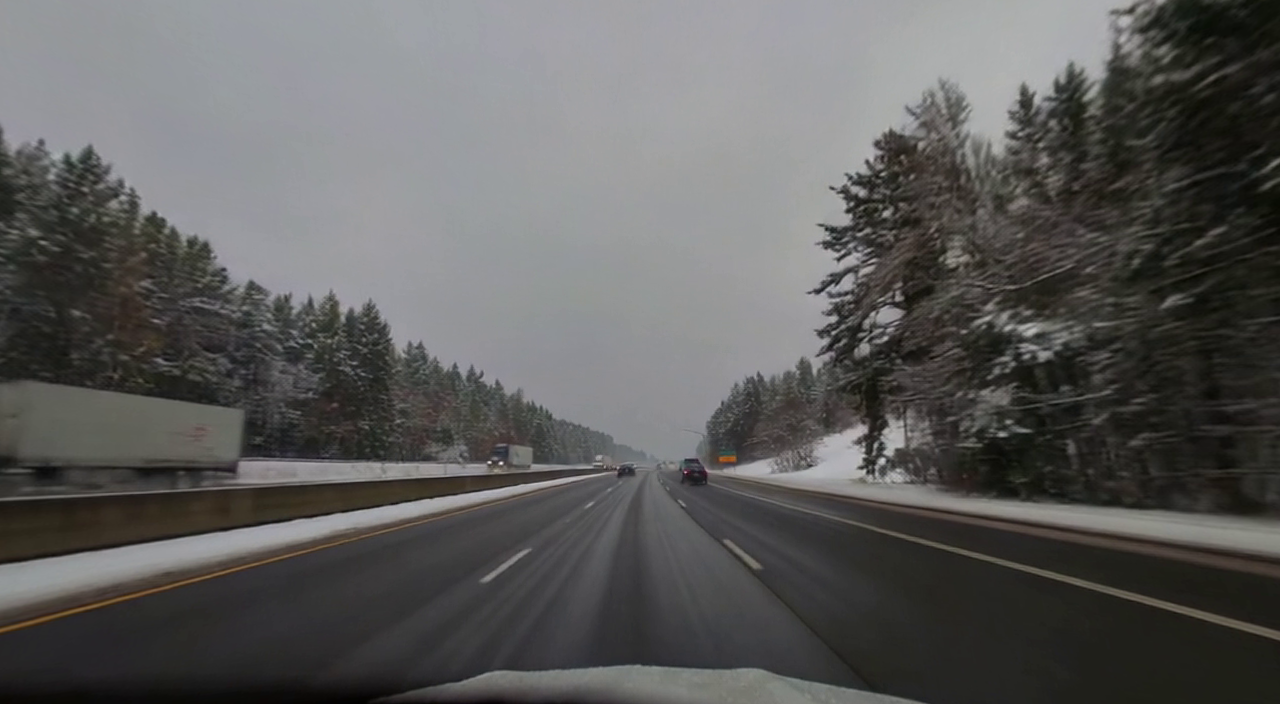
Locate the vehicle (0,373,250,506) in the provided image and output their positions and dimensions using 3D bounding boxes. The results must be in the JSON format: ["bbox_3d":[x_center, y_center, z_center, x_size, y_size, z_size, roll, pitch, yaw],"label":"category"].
[{"bbox_3d":[-21.560,3.739,25.363,2.926,4.109,13.439,1,-10,1],"label":"vehicle"}]

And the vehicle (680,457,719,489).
[{"bbox_3d":[3.785,7.855,40.984,2.093,1.933,4.623,1,-10,0],"label":"vehicle"}]
